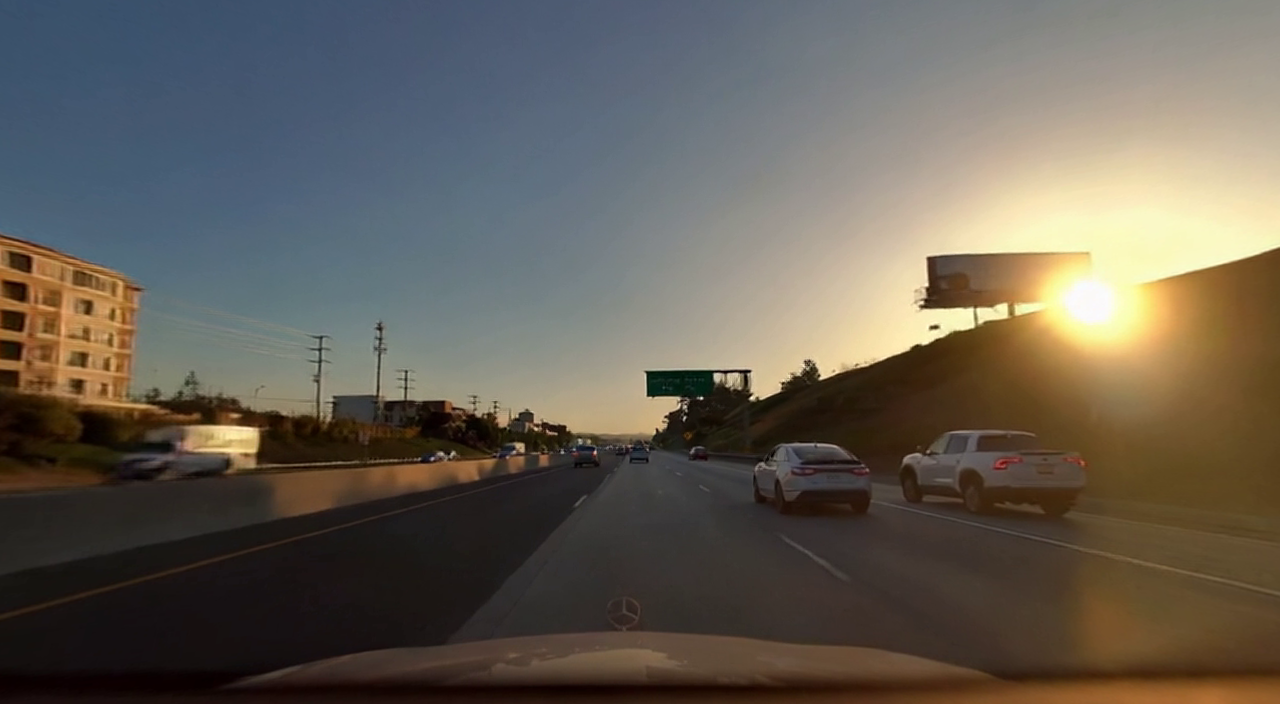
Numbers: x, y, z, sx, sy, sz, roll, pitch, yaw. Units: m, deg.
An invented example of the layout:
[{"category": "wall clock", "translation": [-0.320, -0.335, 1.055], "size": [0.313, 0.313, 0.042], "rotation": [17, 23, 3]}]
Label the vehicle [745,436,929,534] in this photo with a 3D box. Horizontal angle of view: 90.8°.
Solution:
[{"category": "vehicle", "translation": [3.449, 2.426, 12.140], "size": [1.987, 1.509, 4.512], "rotation": [0, -9, -1]}]

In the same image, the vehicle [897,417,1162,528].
[{"category": "vehicle", "translation": [7.398, 2.348, 12.837], "size": [2.176, 1.793, 4.841], "rotation": [0, -9, -1]}]

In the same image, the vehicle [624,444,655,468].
[{"category": "vehicle", "translation": [-0.069, 7.774, 47.367], "size": [2.191, 1.685, 4.015], "rotation": [0, -9, -1]}]

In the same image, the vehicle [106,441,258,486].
[{"category": "vehicle", "translation": [-25.635, 6.256, 36.006], "size": [2.922, 2.226, 7.704], "rotation": [0, -9, 0]}]
